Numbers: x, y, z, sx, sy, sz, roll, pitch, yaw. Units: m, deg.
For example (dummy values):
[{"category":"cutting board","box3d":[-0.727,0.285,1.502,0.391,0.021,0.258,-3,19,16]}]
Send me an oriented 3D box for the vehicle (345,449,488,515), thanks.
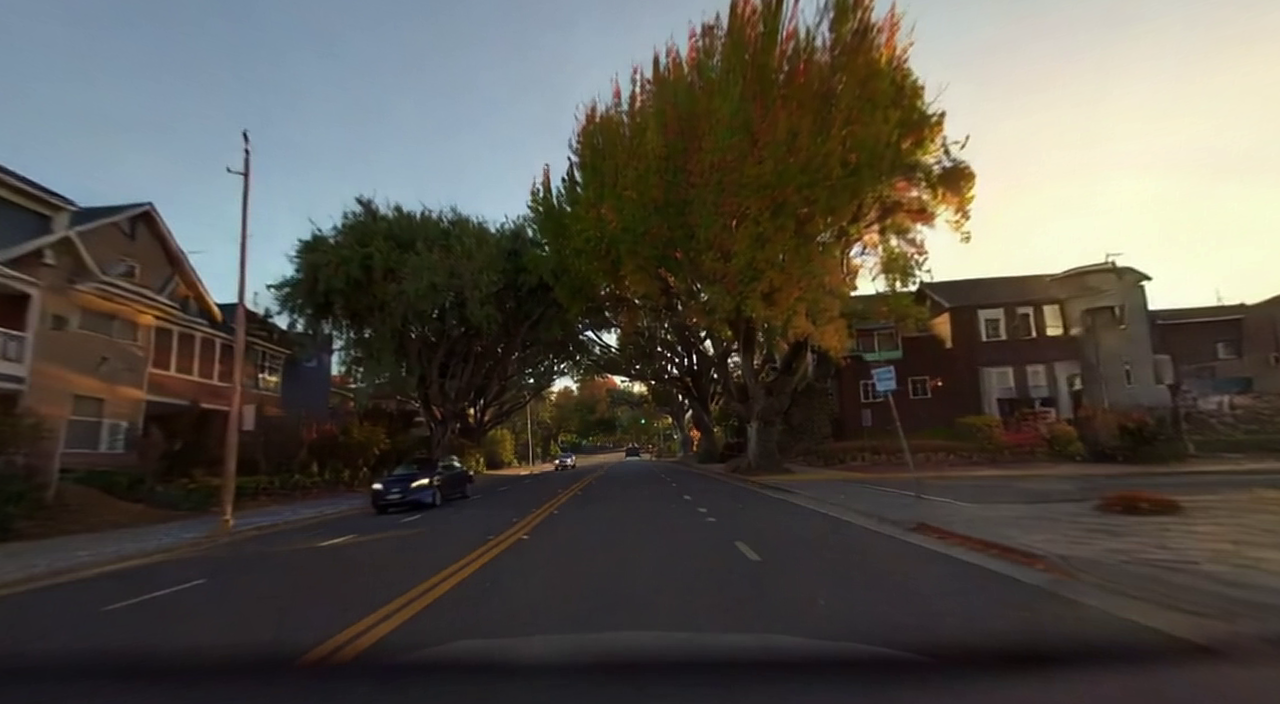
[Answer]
[{"category":"vehicle","box3d":[-5.747,3.375,16.998,2.243,1.476,4.729,0,-9,-2]}]
